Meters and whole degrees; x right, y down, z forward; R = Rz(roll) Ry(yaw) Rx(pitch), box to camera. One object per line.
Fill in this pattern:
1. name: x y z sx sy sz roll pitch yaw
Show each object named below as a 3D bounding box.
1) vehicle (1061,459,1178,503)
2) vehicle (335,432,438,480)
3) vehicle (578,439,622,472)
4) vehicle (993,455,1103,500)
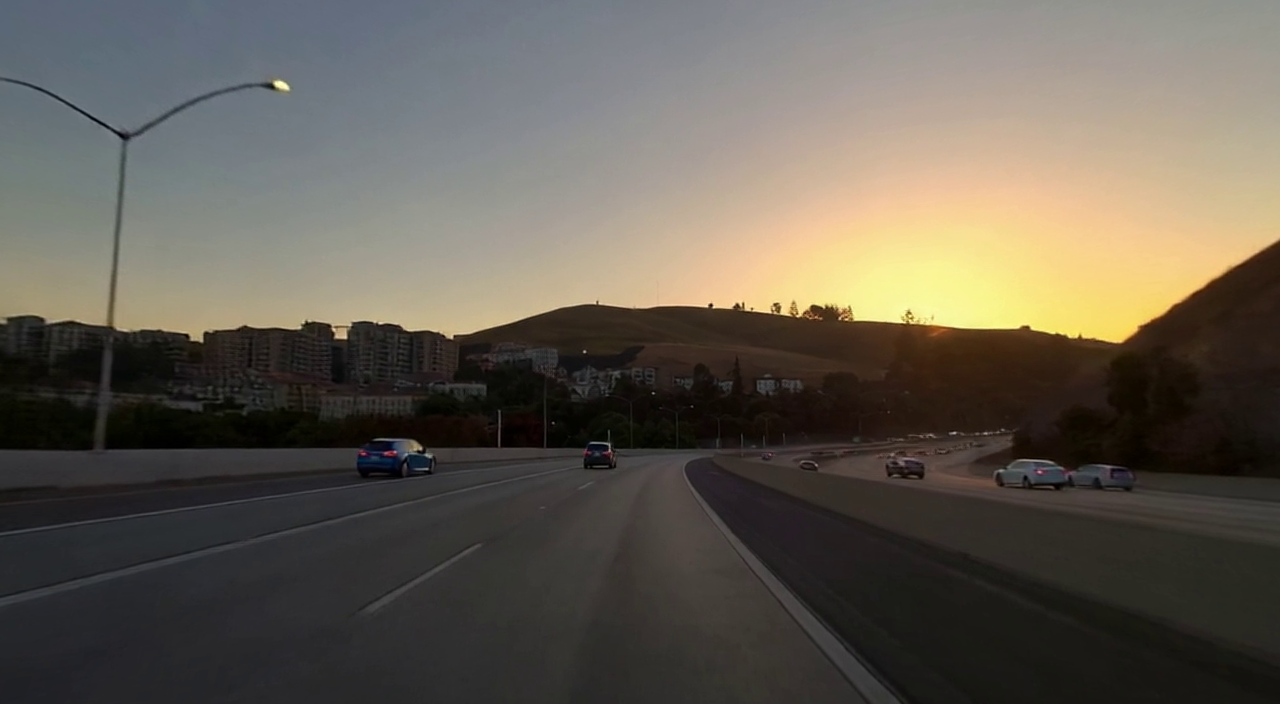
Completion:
1. vehicle: 21.032 5.638 27.937 2.010 1.620 4.347 -1 -8 5
2. vehicle: -10.081 4.181 25.537 2.039 1.746 4.528 -1 -8 4
3. vehicle: -2.248 5.999 36.708 2.028 1.782 4.150 -1 -8 4
4. vehicle: 16.454 5.034 25.742 1.786 1.559 4.496 -1 -8 6
